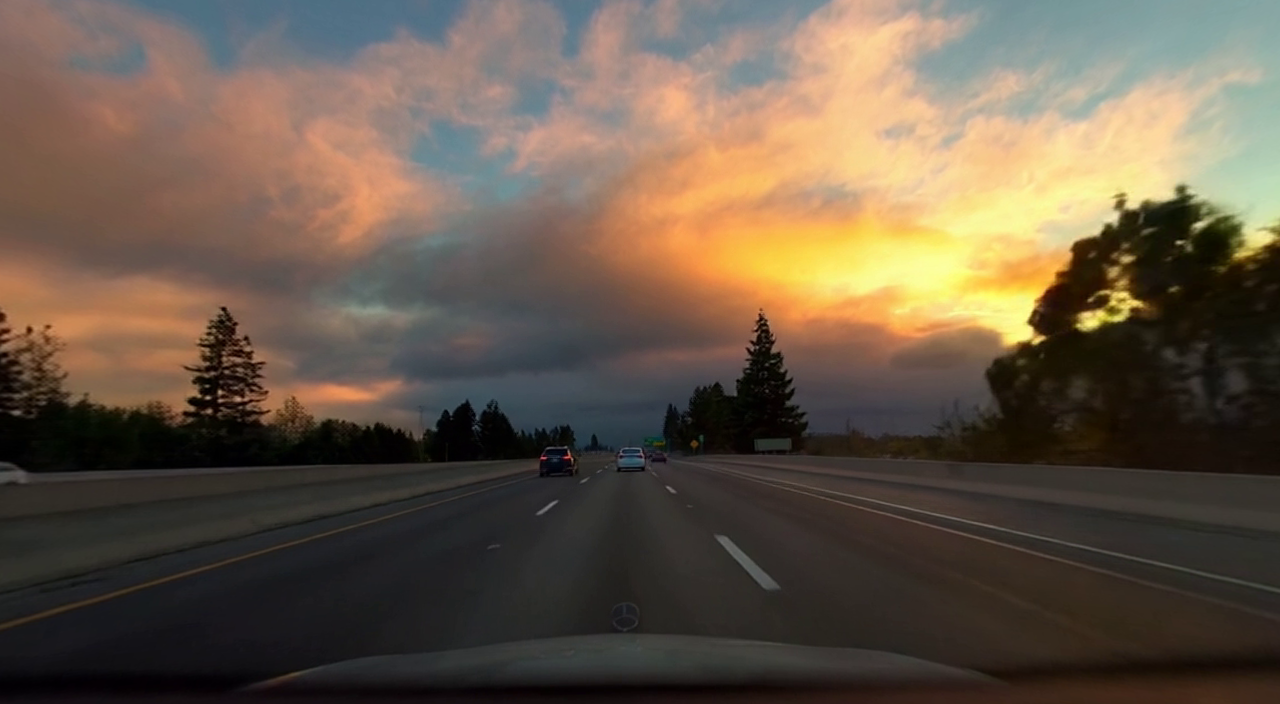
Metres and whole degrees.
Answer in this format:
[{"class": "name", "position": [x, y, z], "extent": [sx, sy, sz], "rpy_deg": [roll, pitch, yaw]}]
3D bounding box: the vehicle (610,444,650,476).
[{"class": "vehicle", "position": [-0.529, 5.988, 35.087], "extent": [2.130, 1.684, 3.826], "rpy_deg": [0, -9, 0]}]

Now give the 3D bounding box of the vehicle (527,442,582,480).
[{"class": "vehicle", "position": [-4.182, 5.395, 31.516], "extent": [2.130, 1.741, 4.665], "rpy_deg": [0, -9, 0]}]
